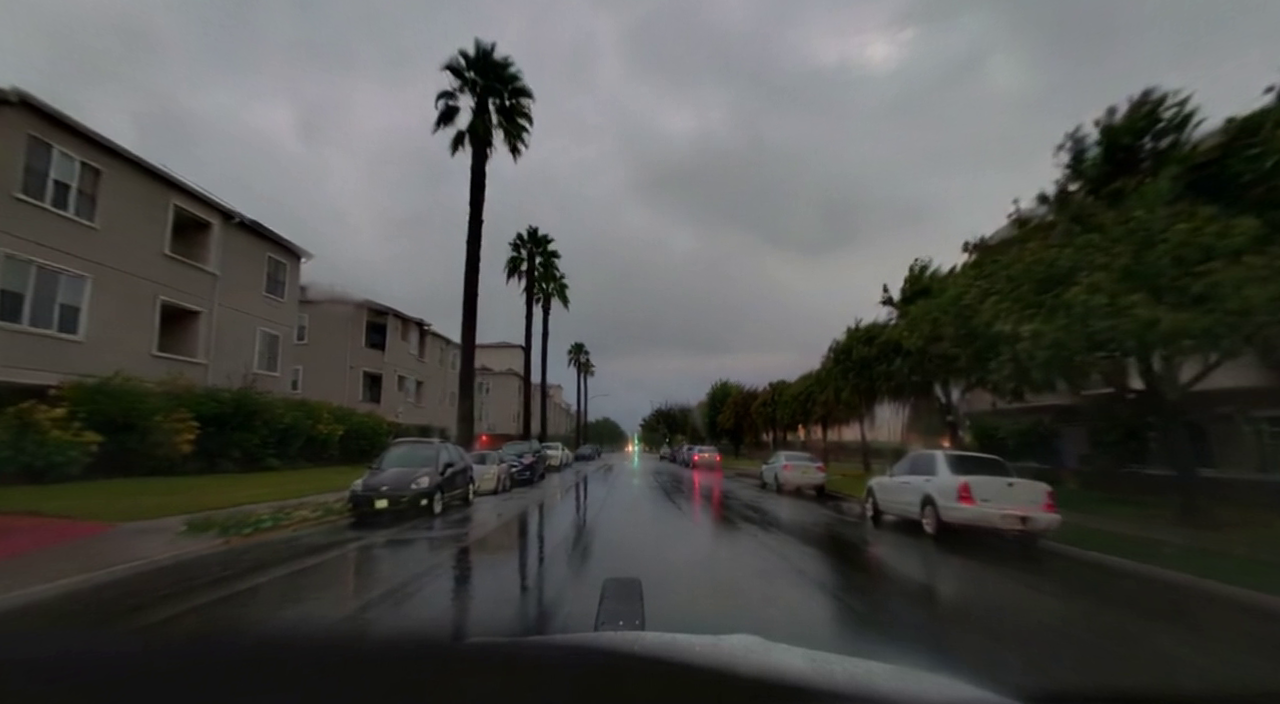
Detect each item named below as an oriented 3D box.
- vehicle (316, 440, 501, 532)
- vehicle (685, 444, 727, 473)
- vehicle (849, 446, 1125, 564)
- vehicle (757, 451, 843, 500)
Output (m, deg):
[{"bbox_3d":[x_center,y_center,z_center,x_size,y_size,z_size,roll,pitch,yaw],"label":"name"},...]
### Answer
[{"bbox_3d":[-4.521,2.688,13.324,2.066,1.506,4.719,1,-9,0],"label":"vehicle"},{"bbox_3d":[4.263,7.004,41.733,1.969,1.782,4.677,1,-9,-4],"label":"vehicle"},{"bbox_3d":[5.448,2.417,10.843,2.121,1.568,4.473,0,-9,-1],"label":"vehicle"},{"bbox_3d":[5.249,4.063,21.199,1.812,1.461,3.575,0,-9,-2],"label":"vehicle"}]
